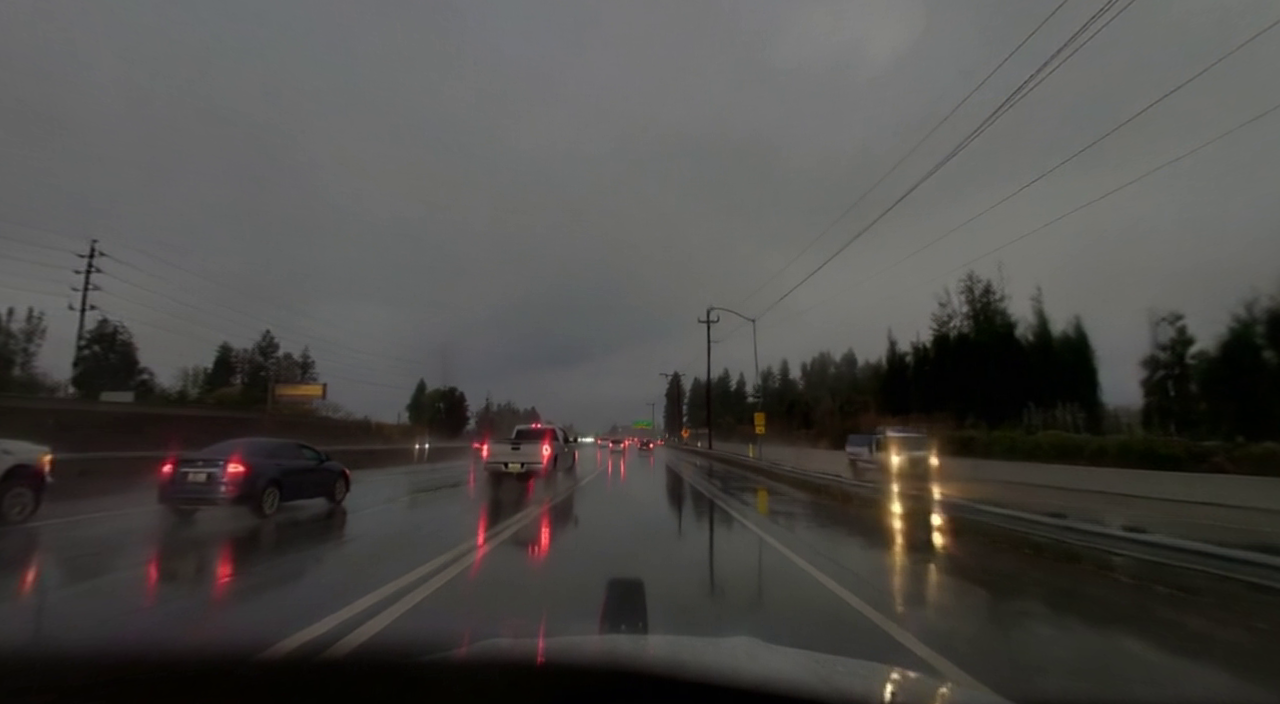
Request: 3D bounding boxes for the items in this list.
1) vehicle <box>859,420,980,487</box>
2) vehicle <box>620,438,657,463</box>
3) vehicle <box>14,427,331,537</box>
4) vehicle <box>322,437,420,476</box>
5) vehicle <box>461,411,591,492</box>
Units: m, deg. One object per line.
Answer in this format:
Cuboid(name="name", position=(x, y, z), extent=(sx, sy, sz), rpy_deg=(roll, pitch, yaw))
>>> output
Cuboid(name="vehicle", position=(11.091, 4.071, 25.545), extent=(2.244, 2.374, 5.762), rpy_deg=(0, -8, 0))
Cuboid(name="vehicle", position=(-0.011, 5.986, 38.213), extent=(2.013, 1.444, 4.447), rpy_deg=(-1, -8, 3))
Cuboid(name="vehicle", position=(-7.490, 2.094, 10.827), extent=(1.964, 1.481, 4.425), rpy_deg=(0, -8, 2))
Cuboid(name="vehicle", position=(-10.966, 4.284, 26.022), extent=(1.884, 1.453, 4.579), rpy_deg=(0, -8, 2))
Cuboid(name="vehicle", position=(-3.230, 3.079, 19.723), extent=(2.815, 2.092, 6.526), rpy_deg=(0, -8, 0))
